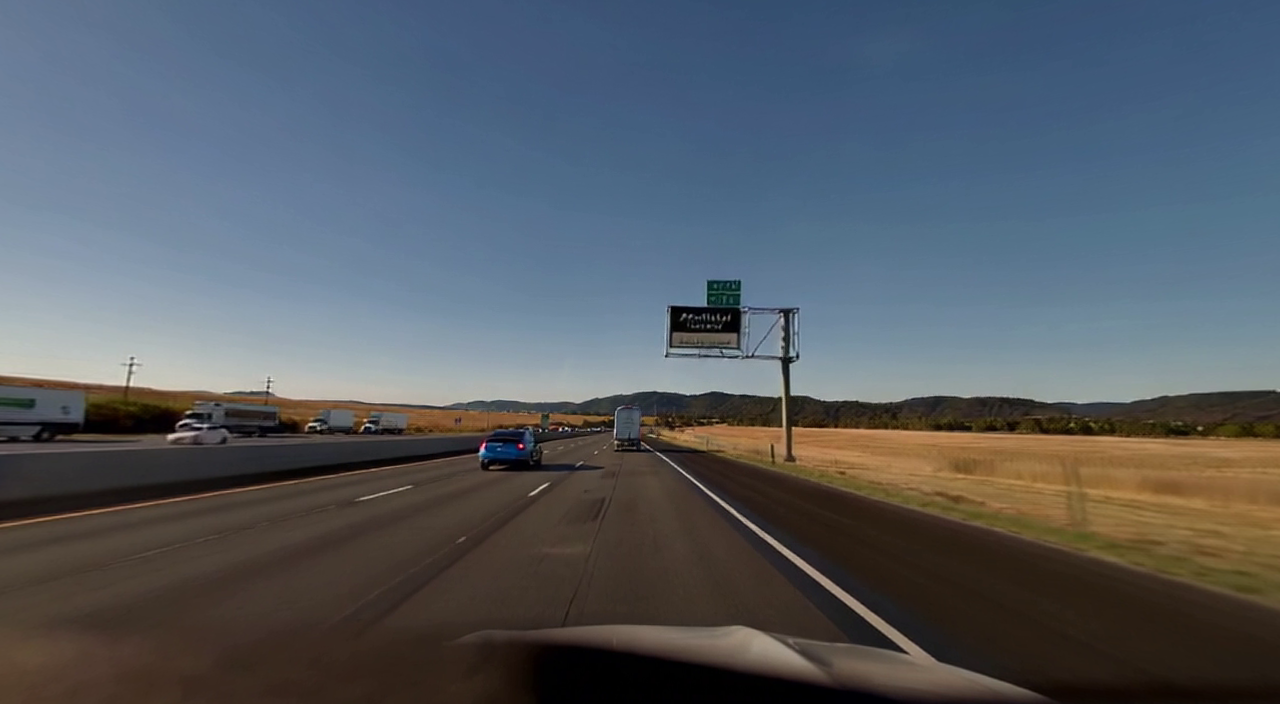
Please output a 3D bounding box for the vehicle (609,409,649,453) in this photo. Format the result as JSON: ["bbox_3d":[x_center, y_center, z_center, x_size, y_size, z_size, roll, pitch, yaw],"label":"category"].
[{"bbox_3d":[-0.781,5.245,41.548,2.418,2.704,6.445,0,-8,-2],"label":"vehicle"}]

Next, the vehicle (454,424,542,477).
[{"bbox_3d":[-4.449,3.139,20.285,1.932,1.544,3.864,0,-8,0],"label":"vehicle"}]
